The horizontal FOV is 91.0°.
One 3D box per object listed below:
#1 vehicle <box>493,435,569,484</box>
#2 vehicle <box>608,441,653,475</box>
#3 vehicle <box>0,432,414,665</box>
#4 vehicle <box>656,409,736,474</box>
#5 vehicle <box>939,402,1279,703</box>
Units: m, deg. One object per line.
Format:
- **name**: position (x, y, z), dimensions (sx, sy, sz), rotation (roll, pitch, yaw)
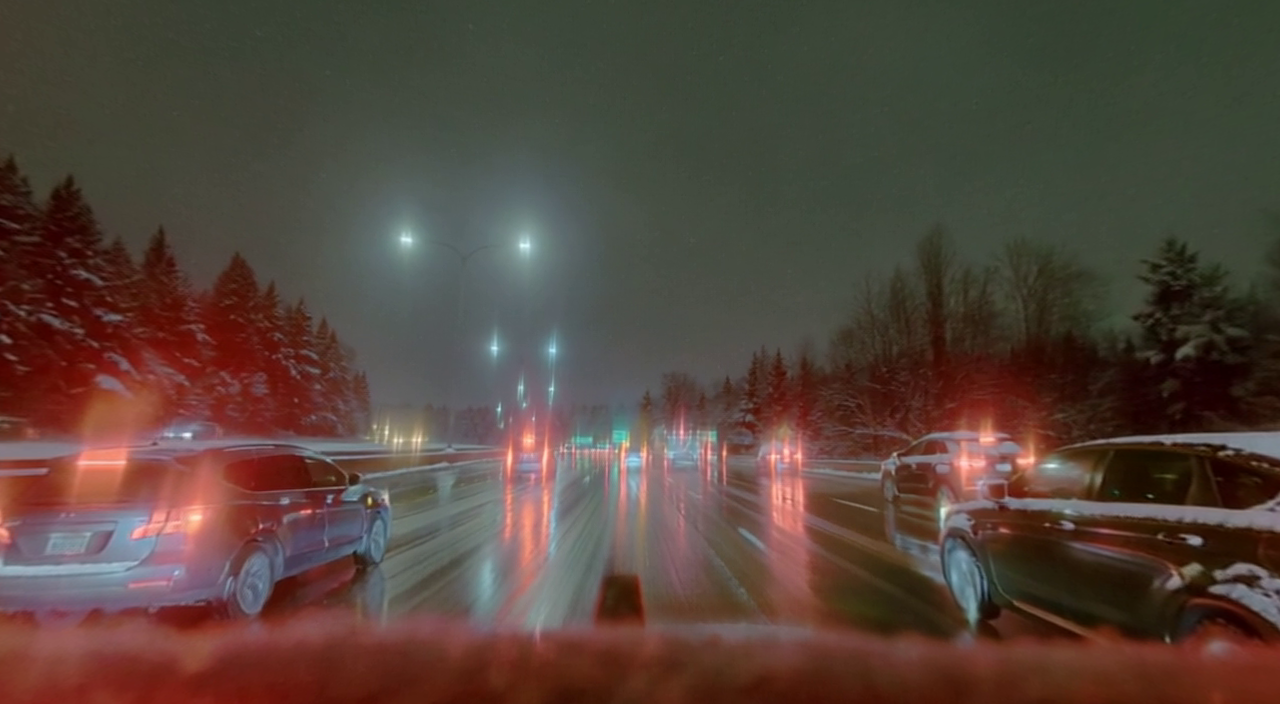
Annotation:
- **vehicle**: position (-4.305, 4.334, 25.750), dimensions (2.176, 1.783, 4.799), rotation (0, -9, 1)
- **vehicle**: position (-0.510, 5.639, 33.843), dimensions (2.235, 1.682, 4.094), rotation (0, -9, -1)
- **vehicle**: position (-4.019, 1.551, 6.139), dimensions (1.947, 1.424, 4.264), rotation (0, -9, 2)
- **vehicle**: position (3.055, 5.541, 38.623), dimensions (3.426, 3.279, 12.313), rotation (0, -9, -2)
- **vehicle**: position (3.150, 0.957, 2.248), dimensions (2.031, 1.504, 4.327), rotation (0, -9, 0)
